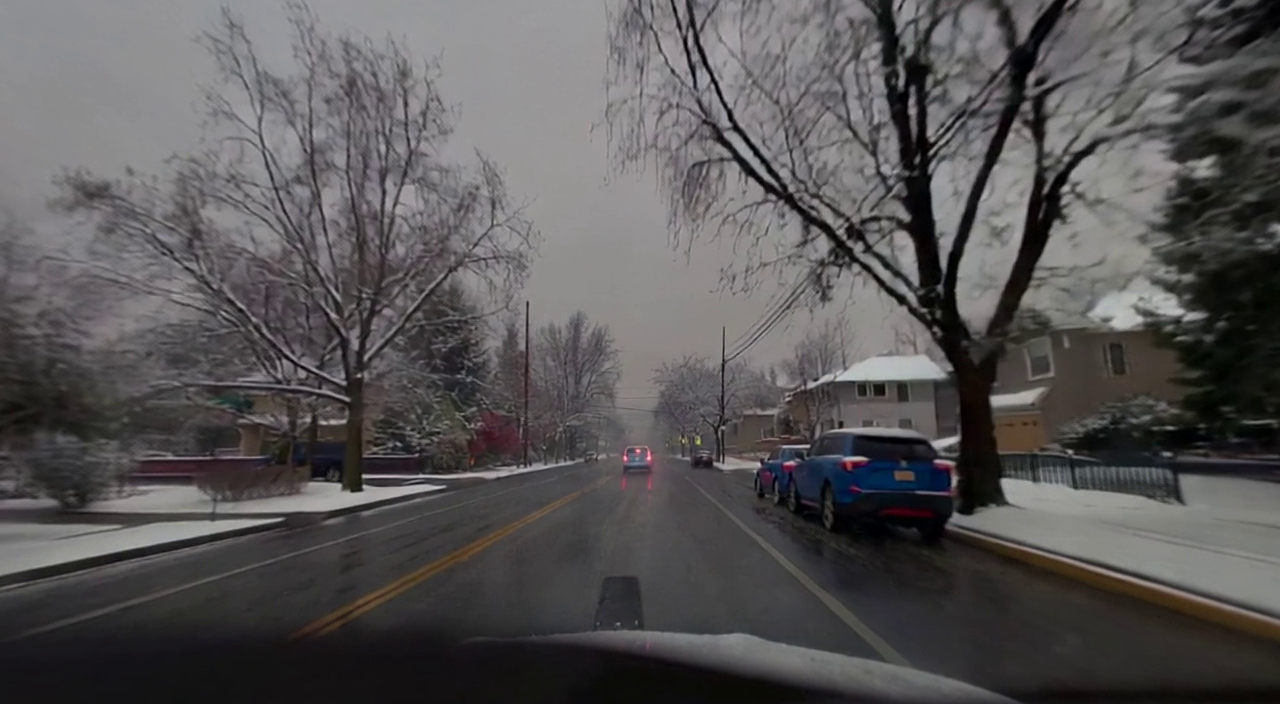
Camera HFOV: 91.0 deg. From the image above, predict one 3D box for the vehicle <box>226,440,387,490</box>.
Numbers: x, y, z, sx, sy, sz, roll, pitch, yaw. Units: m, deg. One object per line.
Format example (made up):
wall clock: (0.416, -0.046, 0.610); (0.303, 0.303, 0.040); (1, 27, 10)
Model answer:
vehicle: (-15.422, 5.301, 29.414); (6.278, 1.911, 2.173); (-3, -10, -1)

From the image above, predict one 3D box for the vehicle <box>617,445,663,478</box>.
vehicle: (0.031, 5.315, 30.929); (2.104, 1.500, 3.815); (0, -9, 1)

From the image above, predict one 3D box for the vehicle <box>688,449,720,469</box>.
vehicle: (4.971, 8.411, 49.637); (1.977, 1.481, 5.155); (0, -9, 0)

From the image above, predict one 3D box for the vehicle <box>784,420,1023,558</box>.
vehicle: (4.139, 2.231, 11.079); (2.100, 1.830, 5.040); (0, -9, 1)
